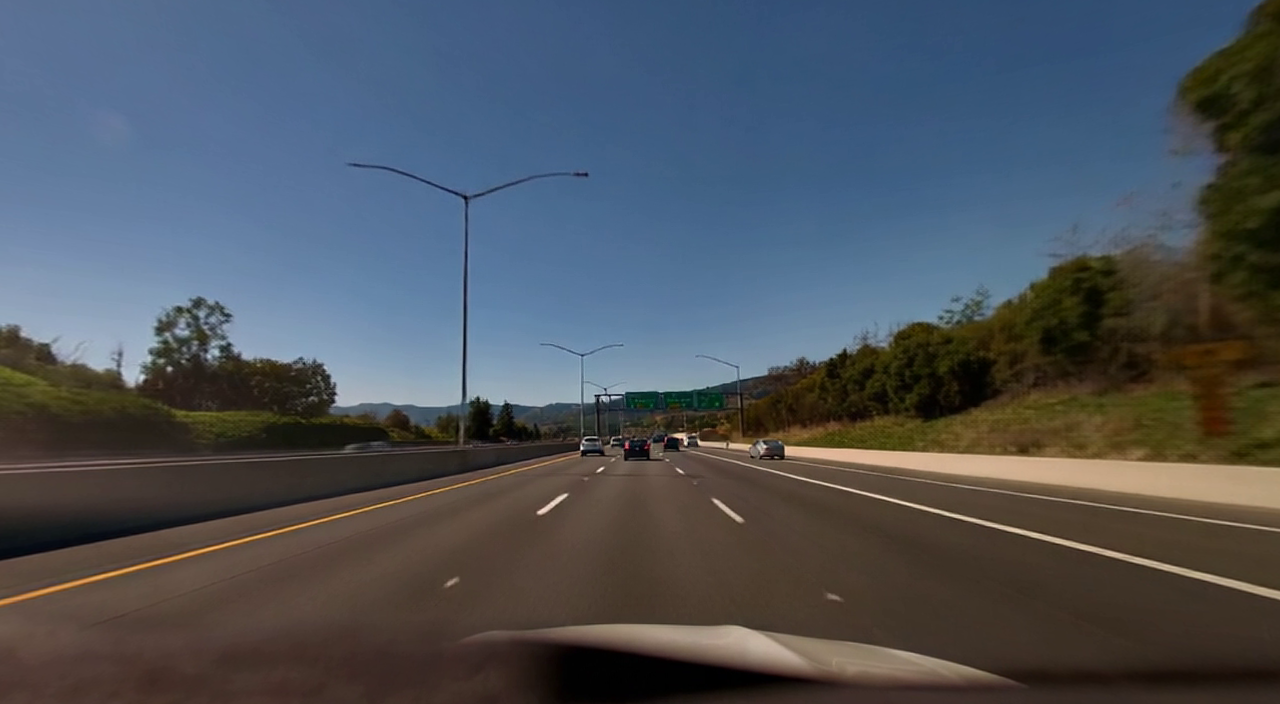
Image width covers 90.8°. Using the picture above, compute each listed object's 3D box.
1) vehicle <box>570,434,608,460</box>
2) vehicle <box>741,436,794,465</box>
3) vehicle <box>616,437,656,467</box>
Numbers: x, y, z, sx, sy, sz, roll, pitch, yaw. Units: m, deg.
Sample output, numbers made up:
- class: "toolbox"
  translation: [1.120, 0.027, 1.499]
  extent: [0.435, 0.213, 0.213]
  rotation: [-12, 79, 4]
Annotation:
- class: "vehicle"
  translation: [-3.450, 6.518, 43.378]
  extent: [2.123, 1.661, 4.601]
  rotation: [0, -9, 1]
- class: "vehicle"
  translation: [7.041, 5.488, 35.268]
  extent: [1.935, 1.478, 4.433]
  rotation: [0, -9, -1]
- class: "vehicle"
  translation: [-0.231, 5.272, 33.509]
  extent: [1.985, 1.457, 4.227]
  rotation: [0, -9, -1]
